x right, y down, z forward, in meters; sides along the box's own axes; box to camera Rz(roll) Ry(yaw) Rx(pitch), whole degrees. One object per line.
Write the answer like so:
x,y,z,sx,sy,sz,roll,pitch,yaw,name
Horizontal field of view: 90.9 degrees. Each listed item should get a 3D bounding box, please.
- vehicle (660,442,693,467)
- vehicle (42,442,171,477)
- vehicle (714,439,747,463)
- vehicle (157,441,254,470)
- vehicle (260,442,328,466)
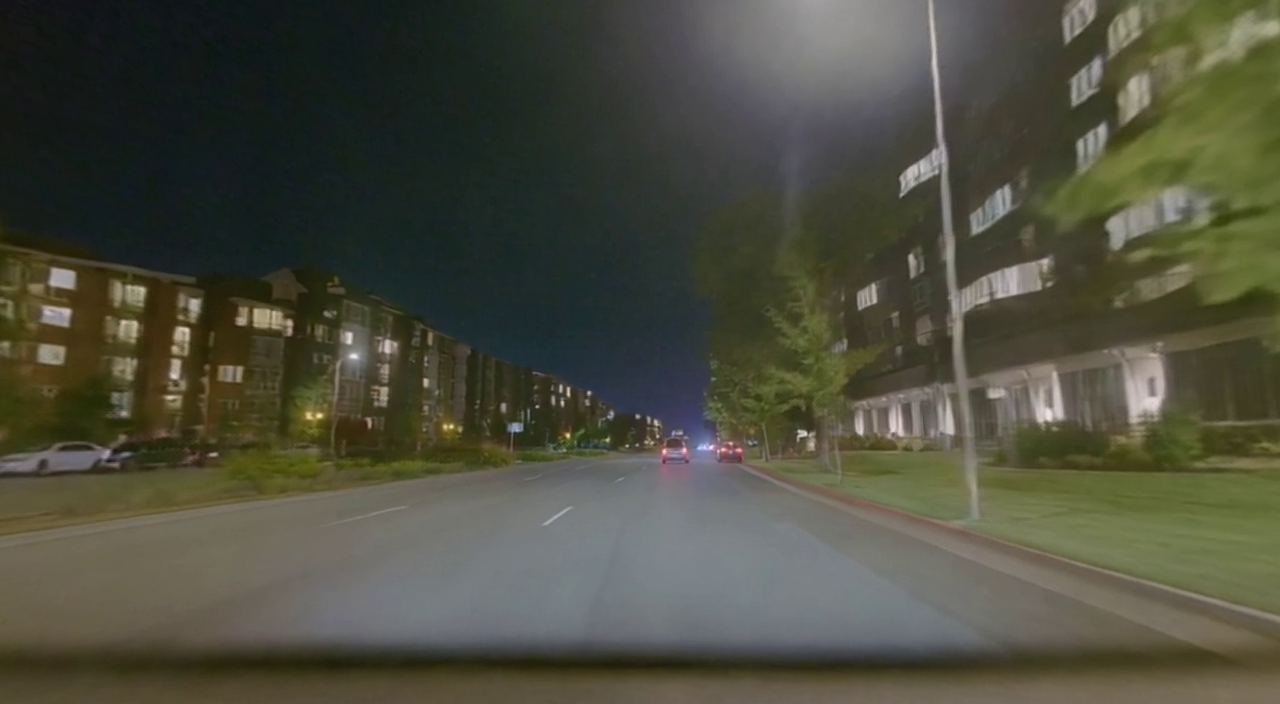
2.166,6.121,37.916,1.871,1.370,4.206,-1,-8,3,vehicle
-24.557,4.940,29.284,1.772,1.447,4.582,-1,-8,4,vehicle
6.688,7.374,47.126,2.121,1.659,4.675,-1,-8,5,vehicle
-24.061,5.756,35.158,1.814,1.484,4.474,-1,-8,8,vehicle
-23.277,6.843,42.567,1.841,1.493,4.335,-2,-9,5,vehicle
